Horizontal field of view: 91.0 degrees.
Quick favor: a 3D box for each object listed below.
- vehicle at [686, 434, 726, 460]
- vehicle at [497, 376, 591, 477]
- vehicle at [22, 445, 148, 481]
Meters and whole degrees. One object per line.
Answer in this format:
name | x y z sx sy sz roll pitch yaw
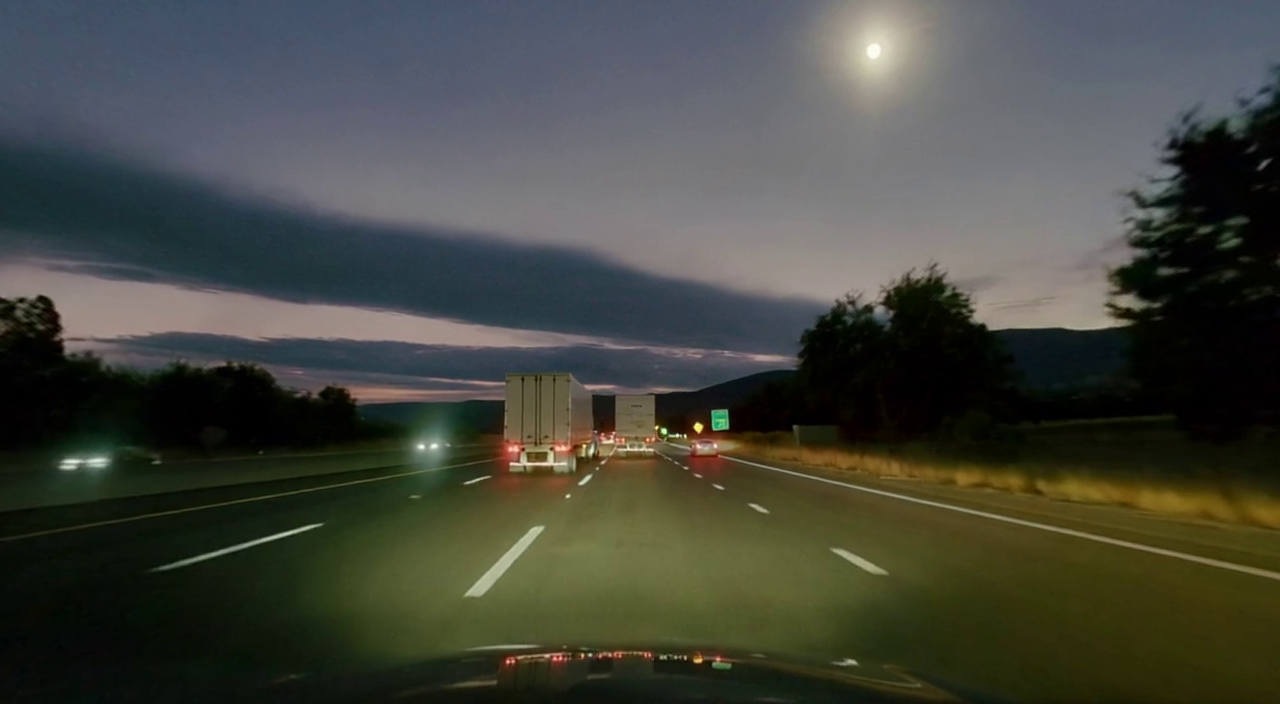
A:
vehicle | 3.933 5.672 37.815 1.891 1.477 3.599 0 -8 -2
vehicle | -3.528 3.021 24.904 2.728 3.405 7.096 0 -8 -1
vehicle | -25.824 5.156 29.554 1.865 1.513 4.480 0 -8 -1
